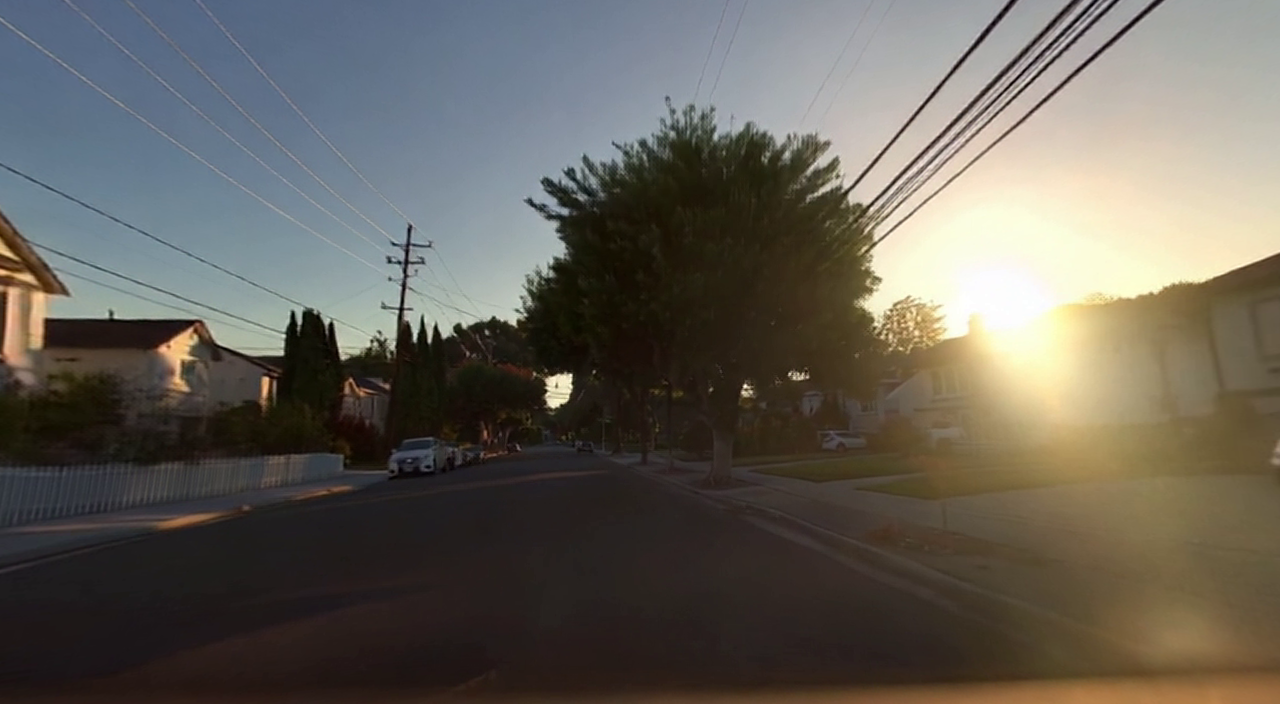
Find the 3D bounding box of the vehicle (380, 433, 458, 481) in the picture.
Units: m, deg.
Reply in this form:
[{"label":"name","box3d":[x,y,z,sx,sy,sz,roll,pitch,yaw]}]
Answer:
[{"label":"vehicle","box3d":[-10.192,4.903,29.639,2.240,1.940,5.429,-1,-9,-6]}]

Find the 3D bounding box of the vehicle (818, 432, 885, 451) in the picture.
[{"label":"vehicle","box3d":[12.974,5.511,38.820,3.606,1.094,1.420,1,-9,-5]}]

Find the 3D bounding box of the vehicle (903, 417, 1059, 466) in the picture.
[{"label":"vehicle","box3d":[12.783,3.392,23.863,4.842,1.728,1.875,1,-9,-5]}]
